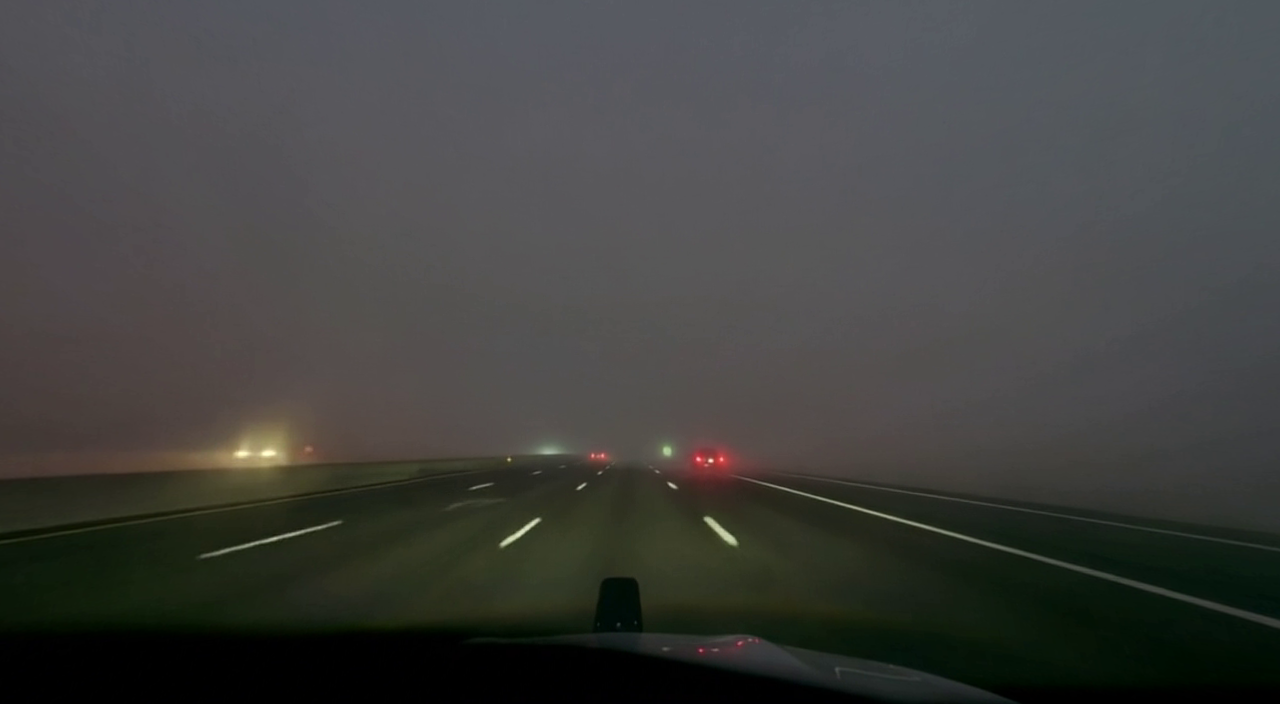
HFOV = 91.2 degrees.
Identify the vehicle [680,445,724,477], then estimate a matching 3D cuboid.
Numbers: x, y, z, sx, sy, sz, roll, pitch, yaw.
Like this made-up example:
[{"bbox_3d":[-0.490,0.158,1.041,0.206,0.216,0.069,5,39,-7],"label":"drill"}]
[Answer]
[{"bbox_3d":[3.245,5.760,33.395,1.895,1.555,4.030,0,-9,0],"label":"vehicle"}]
